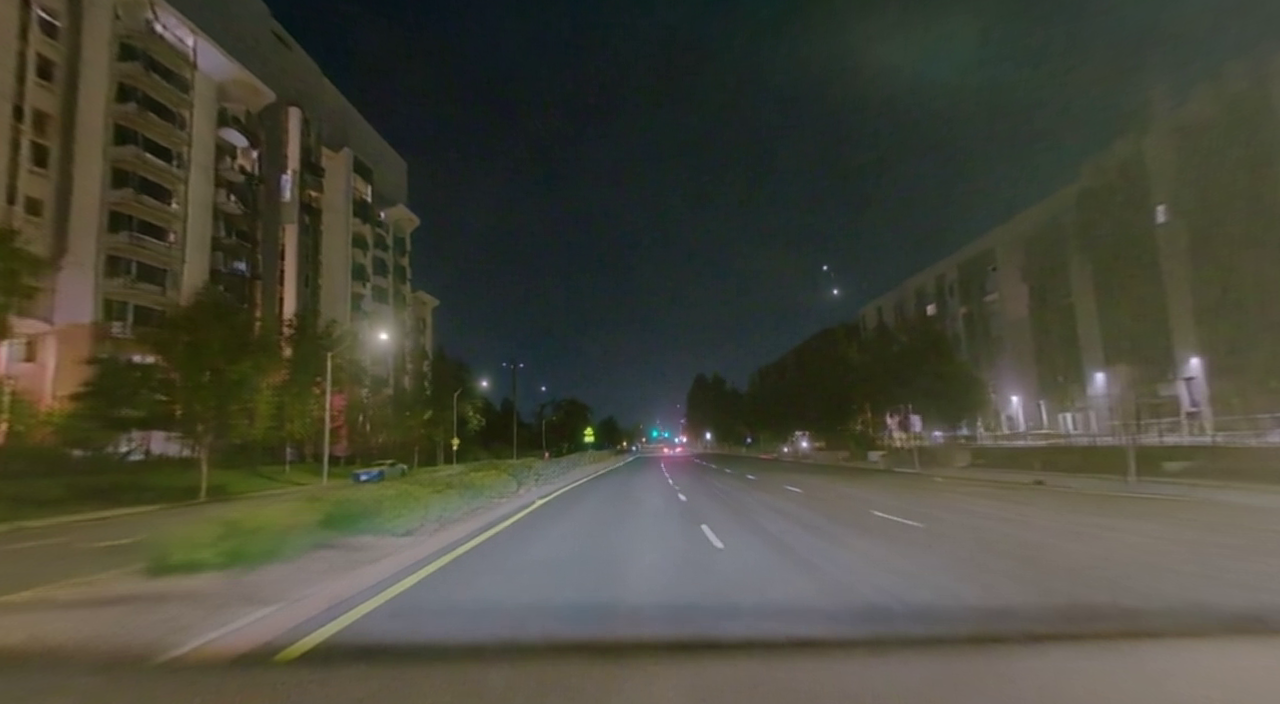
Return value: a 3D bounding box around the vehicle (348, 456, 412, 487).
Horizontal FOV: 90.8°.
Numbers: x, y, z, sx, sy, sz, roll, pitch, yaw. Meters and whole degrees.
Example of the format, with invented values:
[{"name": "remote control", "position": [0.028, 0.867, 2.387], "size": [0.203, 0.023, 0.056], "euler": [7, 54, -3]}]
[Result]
[{"name": "vehicle", "position": [-15.861, 7.266, 38.789], "size": [1.975, 1.629, 4.491], "euler": [0, -8, 0]}]
